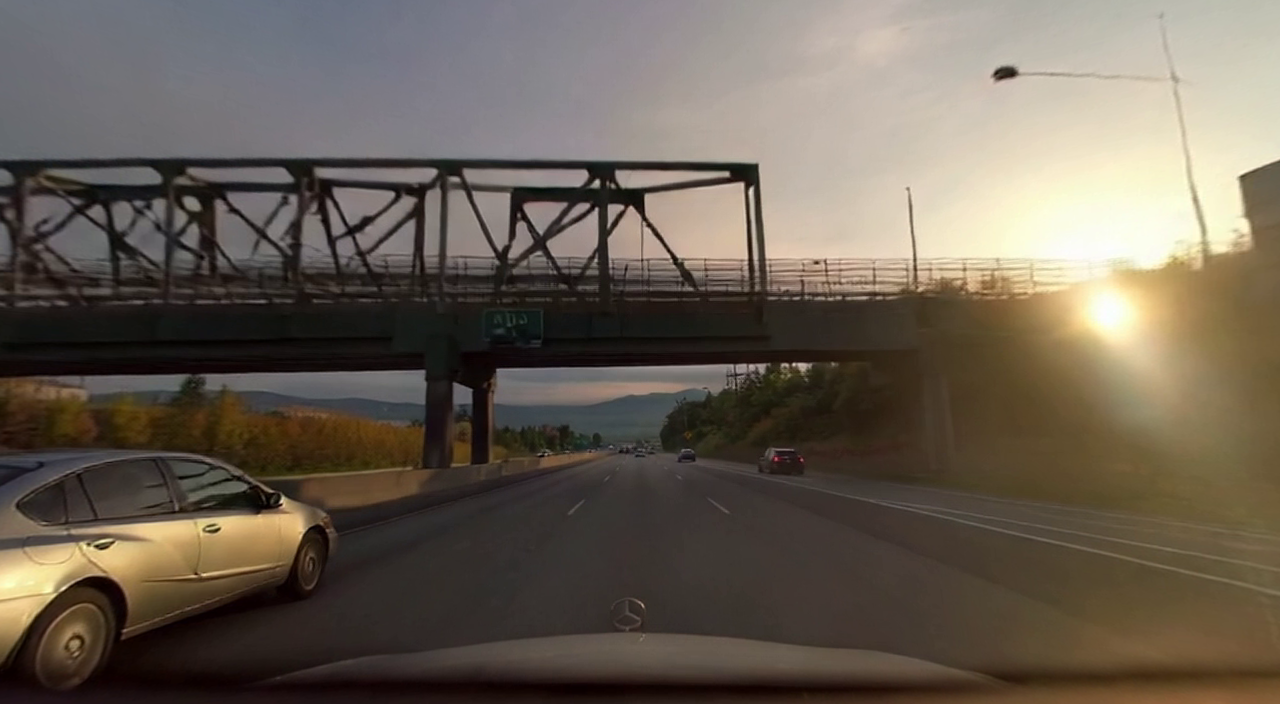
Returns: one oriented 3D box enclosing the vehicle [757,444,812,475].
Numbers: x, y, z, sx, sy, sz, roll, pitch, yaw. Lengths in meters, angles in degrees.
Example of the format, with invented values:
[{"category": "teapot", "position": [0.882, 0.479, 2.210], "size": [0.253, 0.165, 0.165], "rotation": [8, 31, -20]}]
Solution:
[{"category": "vehicle", "position": [7.650, 5.720, 33.706], "size": [1.923, 1.516, 3.815], "rotation": [0, -9, -2]}]
